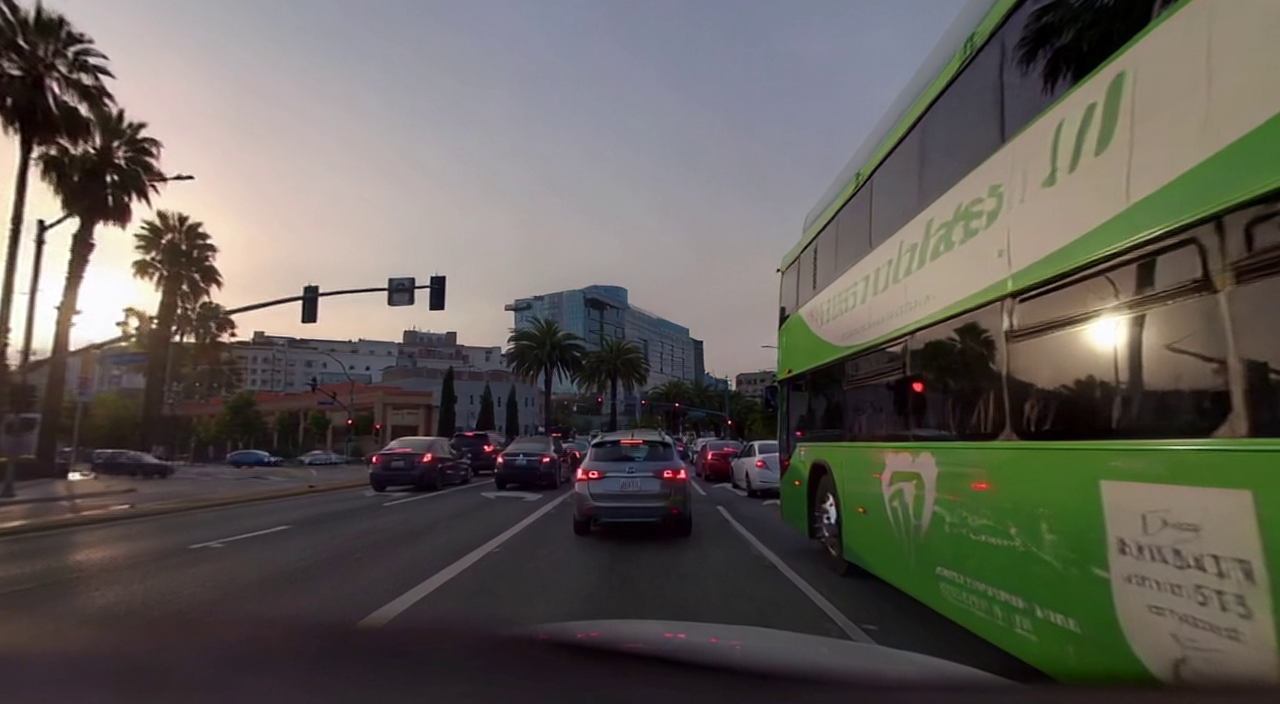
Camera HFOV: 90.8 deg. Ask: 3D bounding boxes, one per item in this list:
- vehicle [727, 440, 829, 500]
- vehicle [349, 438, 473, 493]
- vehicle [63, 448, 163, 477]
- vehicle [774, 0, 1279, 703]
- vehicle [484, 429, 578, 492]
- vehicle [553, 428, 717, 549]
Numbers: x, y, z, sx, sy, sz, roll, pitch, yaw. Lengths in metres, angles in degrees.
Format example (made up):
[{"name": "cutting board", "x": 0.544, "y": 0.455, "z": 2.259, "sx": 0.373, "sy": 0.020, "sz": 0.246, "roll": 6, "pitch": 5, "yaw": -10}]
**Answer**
[{"name": "vehicle", "x": 3.705, "y": 3.242, "z": 17.824, "sx": 1.989, "sy": 1.467, "sz": 4.364, "roll": 0, "pitch": -9, "yaw": 1}, {"name": "vehicle", "x": -6.894, "y": 3.457, "z": 19.694, "sx": 1.927, "sy": 1.480, "sz": 4.832, "roll": 0, "pitch": -9, "yaw": 2}, {"name": "vehicle", "x": -35.495, "y": 7.436, "z": 42.651, "sx": 4.737, "sy": 1.845, "sz": 1.920, "roll": 1, "pitch": -9, "yaw": -6}, {"name": "vehicle", "x": 3.542, "y": -0.232, "z": 2.783, "sx": 2.970, "sy": 4.015, "sz": 13.606, "roll": 0, "pitch": -9, "yaw": 0}, {"name": "vehicle", "x": -3.246, "y": 3.360, "z": 19.827, "sx": 2.020, "sy": 1.721, "sz": 4.366, "roll": -1, "pitch": -9, "yaw": 2}, {"name": "vehicle", "x": -0.067, "y": 2.010, "z": 9.920, "sx": 2.060, "sy": 1.499, "sz": 3.831, "roll": 0, "pitch": -9, "yaw": 0}]
